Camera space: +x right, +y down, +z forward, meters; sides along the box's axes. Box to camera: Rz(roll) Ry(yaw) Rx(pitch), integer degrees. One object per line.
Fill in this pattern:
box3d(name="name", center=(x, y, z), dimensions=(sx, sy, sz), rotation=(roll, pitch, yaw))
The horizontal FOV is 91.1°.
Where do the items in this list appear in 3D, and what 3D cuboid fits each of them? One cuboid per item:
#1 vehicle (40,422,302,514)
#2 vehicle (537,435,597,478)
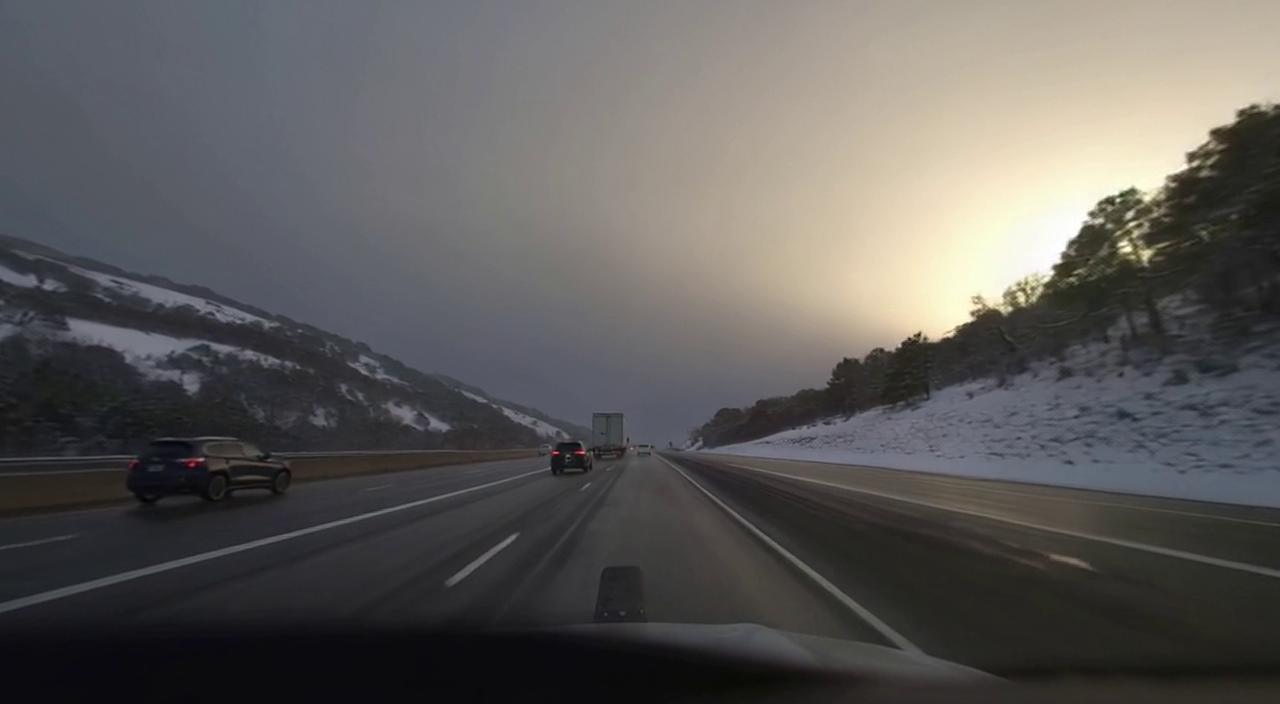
box3d(name="vehicle", center=(-10.922, 2.738, 15.417), dimensions=(2.130, 1.828, 5.523), rotation=(0, -8, 0))
box3d(name="vehicle", center=(-3.137, 4.588, 27.863), dimensions=(2.099, 1.734, 4.413), rotation=(0, -8, 0))
